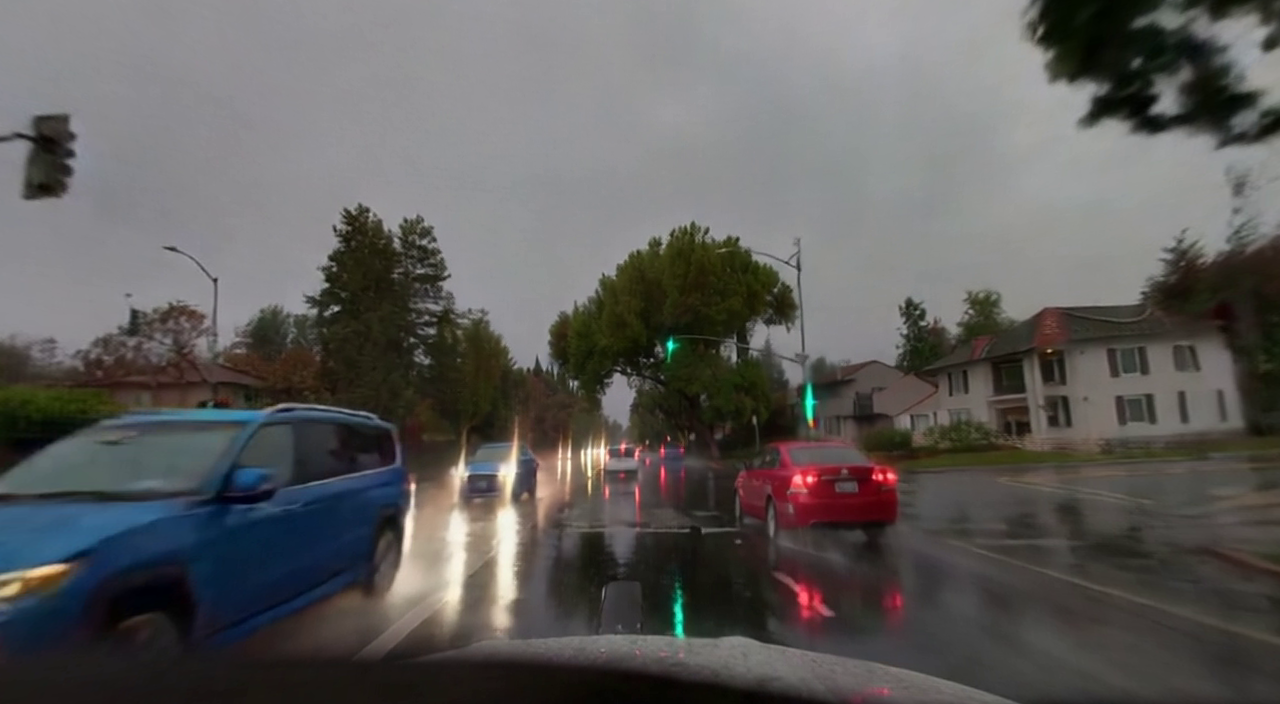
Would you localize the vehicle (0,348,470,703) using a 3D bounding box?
[{"bbox_3d":[-3.152,1.248,5.243,2.083,1.741,5.530,0,-8,-1],"label":"vehicle"}]

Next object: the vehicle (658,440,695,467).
[{"bbox_3d":[2.657,7.562,47.287,2.187,1.847,4.553,0,-8,-3],"label":"vehicle"}]

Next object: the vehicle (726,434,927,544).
[{"bbox_3d":[2.811,2.169,10.753,1.973,1.447,4.402,0,-8,-2],"label":"vehicle"}]

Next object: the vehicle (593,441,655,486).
[{"bbox_3d":[-0.613,4.091,23.515,2.114,1.483,4.207,0,-8,-2],"label":"vehicle"}]

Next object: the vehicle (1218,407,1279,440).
[{"bbox_3d":[33.521,3.874,33.680,1.891,1.644,3.671,0,-8,1],"label":"vehicle"}]

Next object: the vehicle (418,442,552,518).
[{"bbox_3d":[-3.368,2.854,14.769,2.096,1.472,4.618,0,-8,-2],"label":"vehicle"}]
